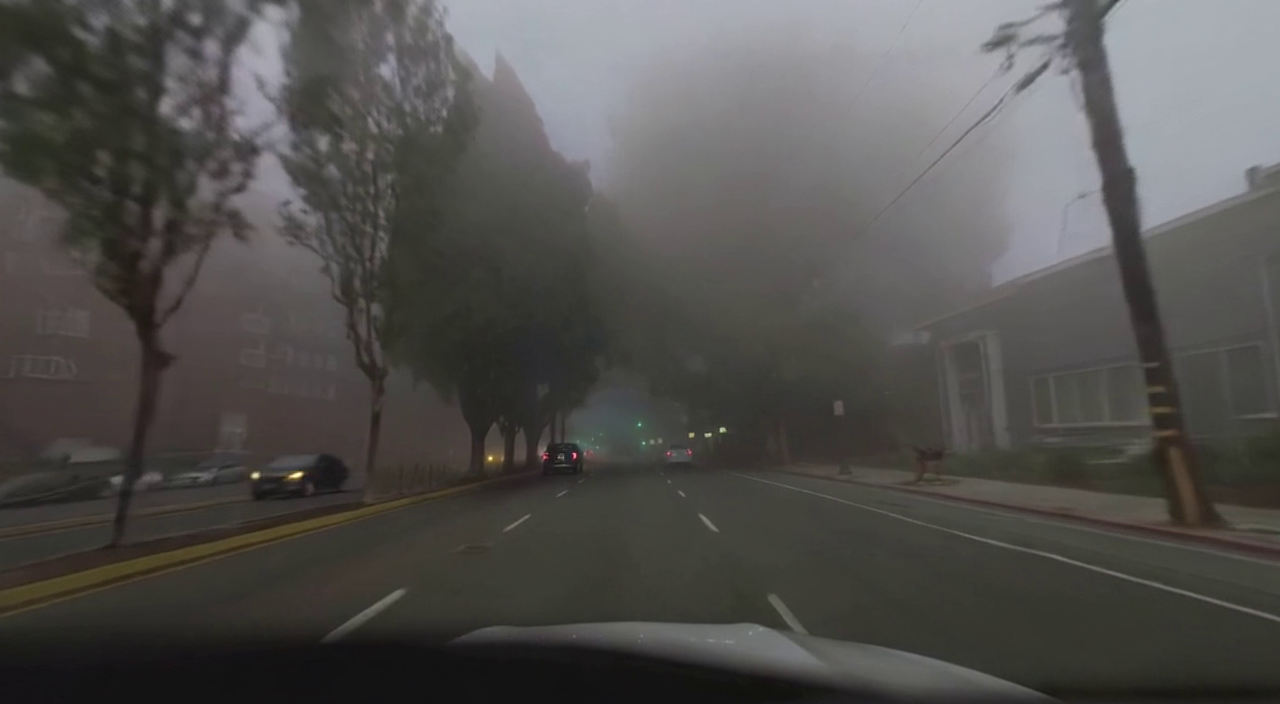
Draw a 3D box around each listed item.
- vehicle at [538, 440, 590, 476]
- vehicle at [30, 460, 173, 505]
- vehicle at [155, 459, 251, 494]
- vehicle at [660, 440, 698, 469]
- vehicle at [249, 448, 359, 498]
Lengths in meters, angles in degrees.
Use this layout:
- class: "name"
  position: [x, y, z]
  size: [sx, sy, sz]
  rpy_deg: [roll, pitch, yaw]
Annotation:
- class: "vehicle"
  position: [-3.786, 5.373, 32.250]
  size: [2.083, 1.685, 4.069]
  rpy_deg: [-1, -9, 1]
- class: "vehicle"
  position: [-22.864, 5.524, 27.142]
  size: [1.938, 1.613, 4.830]
  rpy_deg: [0, -9, -1]
- class: "vehicle"
  position: [-22.800, 6.468, 33.208]
  size: [1.918, 1.586, 4.366]
  rpy_deg: [0, -9, 0]
- class: "vehicle"
  position: [2.417, 6.507, 40.313]
  size: [2.018, 1.719, 4.369]
  rpy_deg: [0, -9, -1]
- class: "vehicle"
  position: [-11.681, 4.182, 22.248]
  size: [1.838, 1.588, 3.658]
  rpy_deg: [0, -9, 0]
